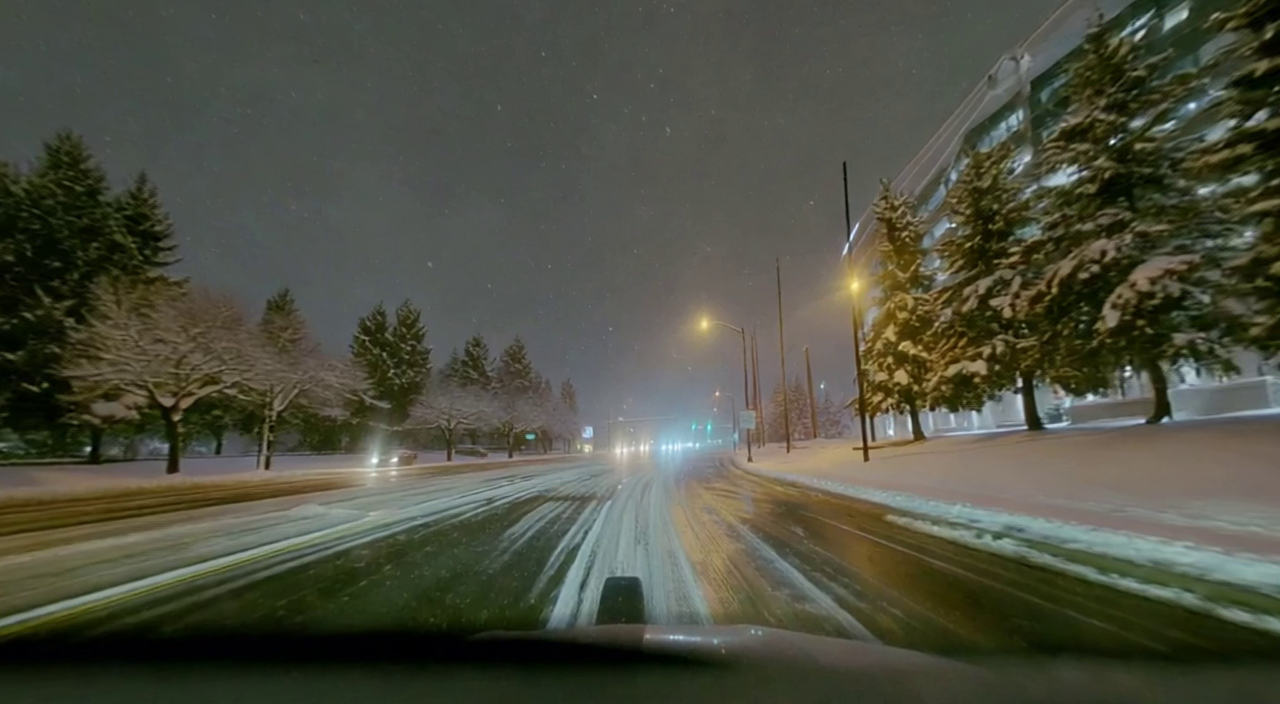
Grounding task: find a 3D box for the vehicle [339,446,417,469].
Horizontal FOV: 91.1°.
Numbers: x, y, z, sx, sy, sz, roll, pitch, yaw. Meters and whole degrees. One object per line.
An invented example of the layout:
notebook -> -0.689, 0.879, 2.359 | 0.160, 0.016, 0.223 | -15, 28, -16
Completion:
vehicle -> -18.875, 7.585, 45.320 | 4.783, 1.579, 2.157 | -2, -9, 12
